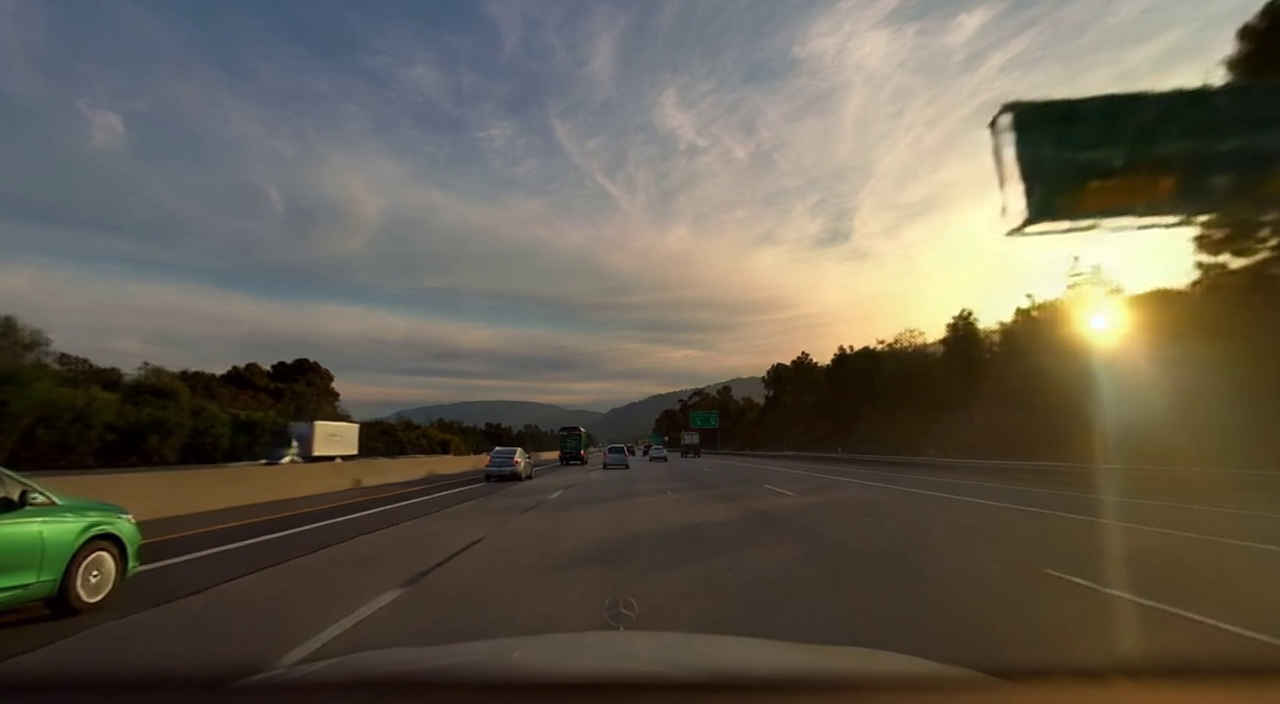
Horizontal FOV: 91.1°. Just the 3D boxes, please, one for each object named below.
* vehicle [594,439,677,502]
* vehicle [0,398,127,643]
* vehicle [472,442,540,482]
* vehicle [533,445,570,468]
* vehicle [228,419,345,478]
[{"bbox_3d":[-0.143,3.066,16.568,1.940,1.451,3.512,0,-9,-1],"label":"vehicle"},{"bbox_3d":[-5.284,0.960,3.106,2.058,1.626,4.118,0,-9,-2],"label":"vehicle"},{"bbox_3d":[-5.415,4.485,25.908,1.892,1.481,4.180,0,-9,0],"label":"vehicle"},{"bbox_3d":[-5.735,6.831,41.116,1.814,1.417,3.860,0,-9,0],"label":"vehicle"},{"bbox_3d":[-17.515,4.840,31.643,2.546,2.647,5.845,0,-9,-1],"label":"vehicle"}]
